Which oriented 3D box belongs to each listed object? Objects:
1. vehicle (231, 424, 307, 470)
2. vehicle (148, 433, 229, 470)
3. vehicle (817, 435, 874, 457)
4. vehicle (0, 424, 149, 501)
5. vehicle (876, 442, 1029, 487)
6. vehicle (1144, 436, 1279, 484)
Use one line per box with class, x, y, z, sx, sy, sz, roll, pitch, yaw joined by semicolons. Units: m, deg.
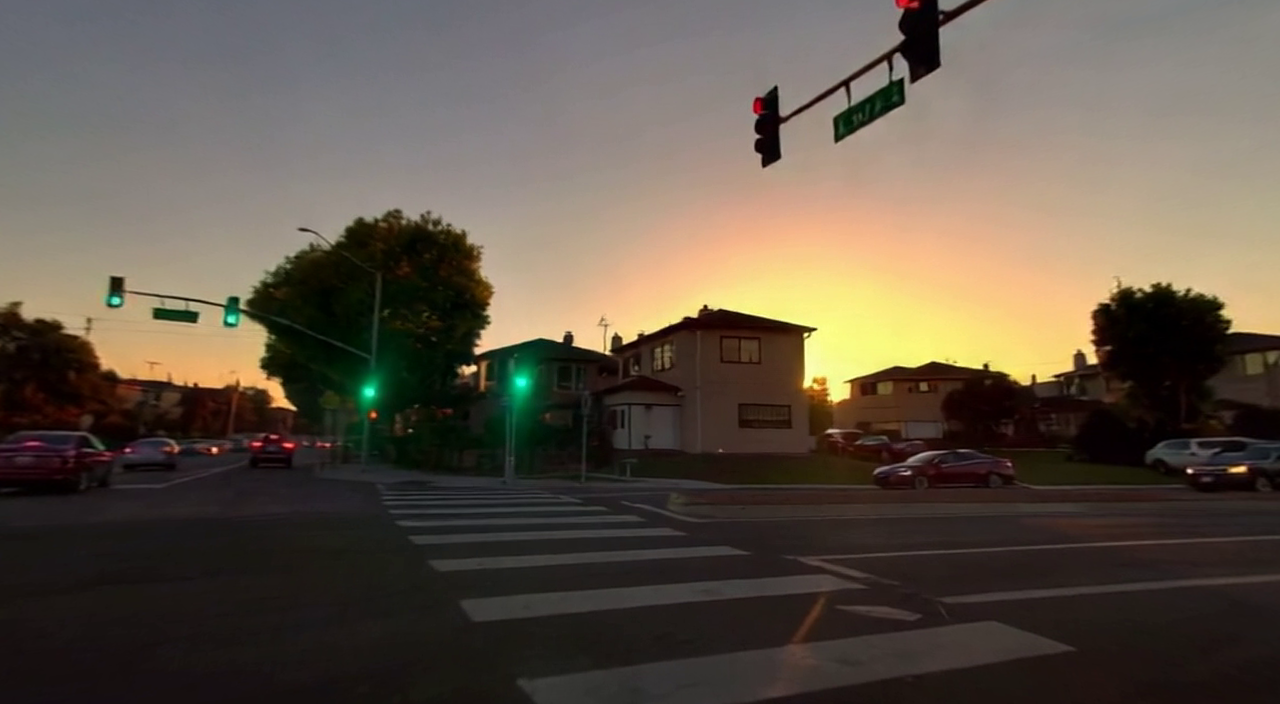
vehicle;-16.815;4.331;28.880;2.396;1.881;4.606;4;-9;-24
vehicle;-19.630;4.333;27.693;1.934;1.459;4.368;4;-9;-23
vehicle;14.794;6.775;45.683;1.905;1.483;4.322;0;-8;-13
vehicle;-13.303;2.479;14.548;1.977;1.488;4.741;4;-9;-24
vehicle;10.574;3.797;21.539;4.353;1.431;1.876;2;-9;-11
vehicle;22.895;4.178;24.678;5.372;1.714;1.966;2;-9;-13
